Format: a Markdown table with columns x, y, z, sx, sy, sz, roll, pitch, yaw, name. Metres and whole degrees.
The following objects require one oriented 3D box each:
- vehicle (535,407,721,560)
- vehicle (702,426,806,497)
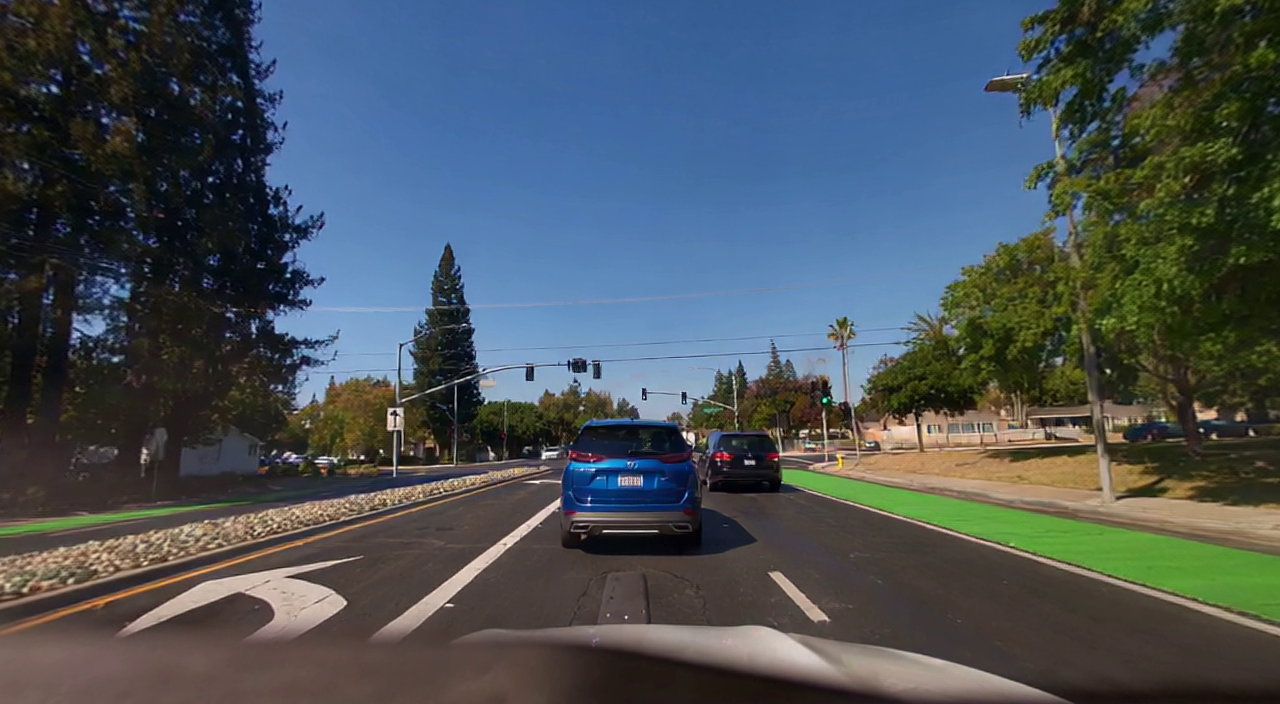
| x | y | z | sx | sy | sz | roll | pitch | yaw | name |
| --- | --- | --- | --- | --- | --- | --- | --- | --- | --- |
| -0.120 | 1.801 | 9.245 | 2.109 | 1.730 | 3.963 | 0 | -8 | 0 | vehicle |
| 3.173 | 3.180 | 18.612 | 2.189 | 1.815 | 4.495 | 0 | -8 | 0 | vehicle |
